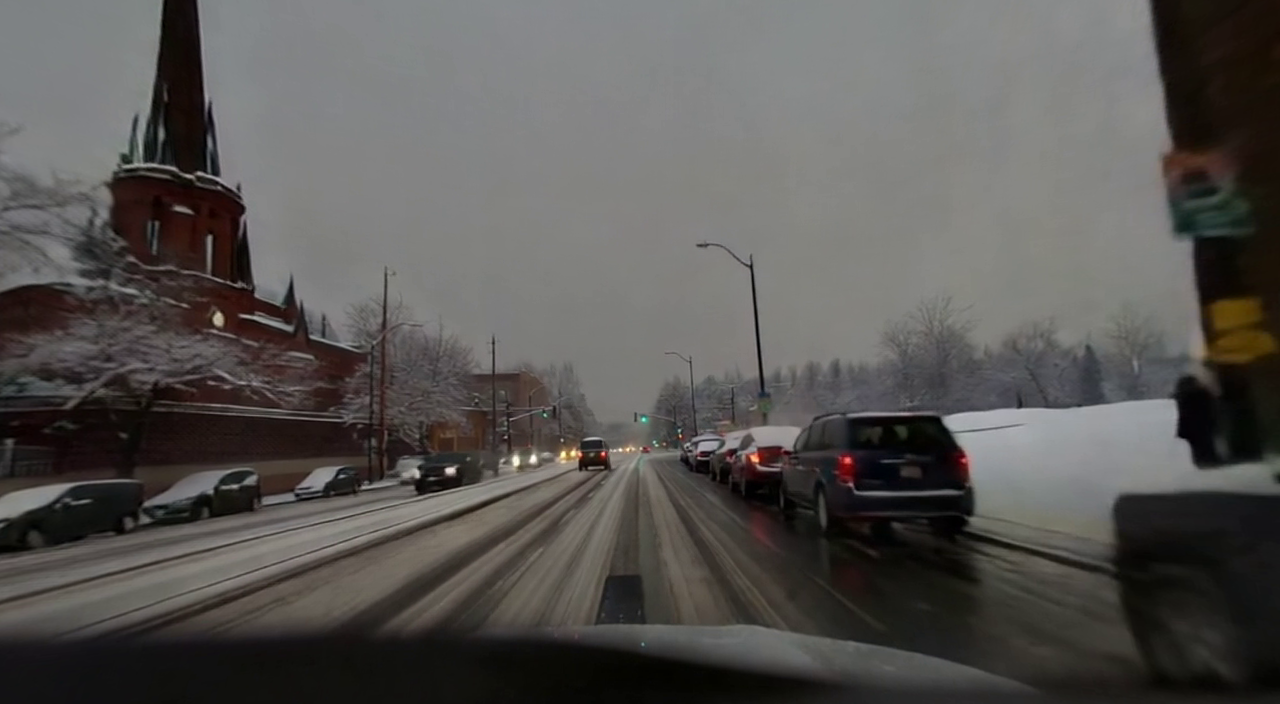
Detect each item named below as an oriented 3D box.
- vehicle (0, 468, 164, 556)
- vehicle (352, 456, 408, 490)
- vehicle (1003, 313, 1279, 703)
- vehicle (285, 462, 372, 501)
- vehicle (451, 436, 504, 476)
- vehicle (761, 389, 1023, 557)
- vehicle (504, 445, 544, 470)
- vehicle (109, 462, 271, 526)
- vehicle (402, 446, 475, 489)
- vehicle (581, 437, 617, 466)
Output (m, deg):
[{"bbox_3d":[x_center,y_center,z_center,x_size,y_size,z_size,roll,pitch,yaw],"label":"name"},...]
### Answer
[{"bbox_3d":[-15.074,3.991,16.404,1.978,1.819,4.477,1,-9,-2],"label":"vehicle"},{"bbox_3d":[-15.449,7.187,37.731,1.751,1.865,3.735,1,-9,-1],"label":"vehicle"},{"bbox_3d":[3.611,0.588,1.233,2.055,1.857,6.596,0,-8,2],"label":"vehicle"},{"bbox_3d":[-15.408,6.401,31.564,2.076,1.672,4.499,1,-9,0],"label":"vehicle"},{"bbox_3d":[-12.063,7.755,47.360,2.410,2.733,5.630,0,-9,0],"label":"vehicle"},{"bbox_3d":[3.479,1.798,10.133,2.124,1.975,5.131,0,-8,1],"label":"vehicle"},{"bbox_3d":[-8.788,8.002,48.184,2.078,1.810,4.568,0,-9,1],"label":"vehicle"},{"bbox_3d":[-15.403,4.837,22.069,2.014,1.846,4.920,1,-9,-1],"label":"vehicle"},{"bbox_3d":[-8.875,5.084,28.183,1.842,1.735,4.066,0,-9,1],"label":"vehicle"},{"bbox_3d":[-2.952,7.284,46.339,2.293,1.936,4.737,0,-9,1],"label":"vehicle"}]
